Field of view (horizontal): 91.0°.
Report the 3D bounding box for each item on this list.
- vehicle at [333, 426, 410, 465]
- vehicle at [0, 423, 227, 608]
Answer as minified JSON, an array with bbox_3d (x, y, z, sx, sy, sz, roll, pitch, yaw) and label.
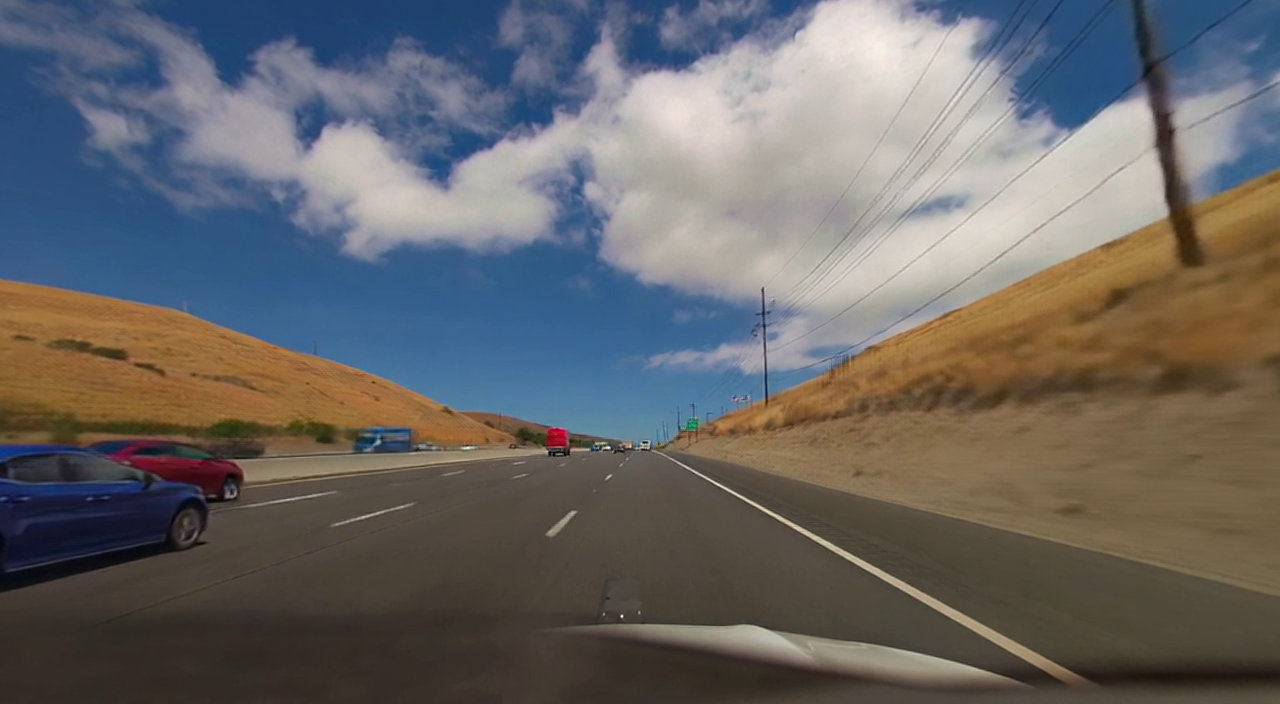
[{"bbox_3d":[-17.187,6.074,40.781,2.331,2.289,5.787,0,-9,1],"label":"vehicle"},{"bbox_3d":[-6.100,1.350,5.352,1.955,1.469,4.554,0,-9,2],"label":"vehicle"}]
